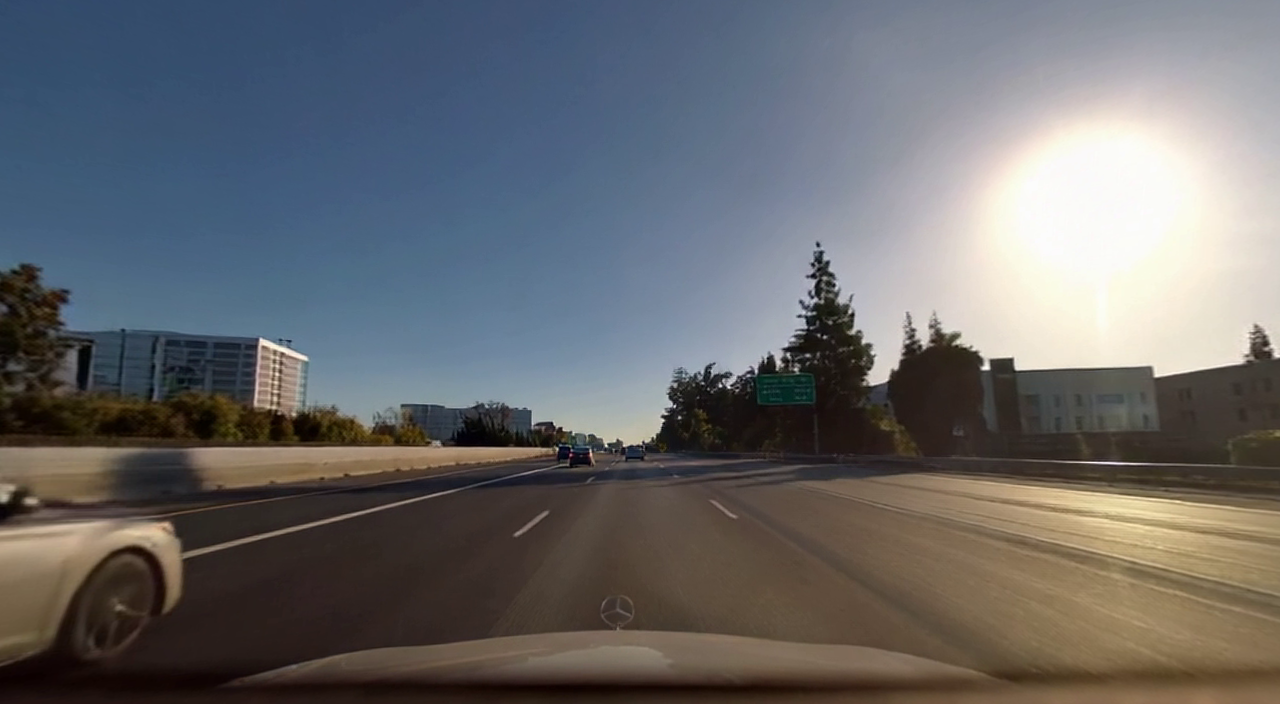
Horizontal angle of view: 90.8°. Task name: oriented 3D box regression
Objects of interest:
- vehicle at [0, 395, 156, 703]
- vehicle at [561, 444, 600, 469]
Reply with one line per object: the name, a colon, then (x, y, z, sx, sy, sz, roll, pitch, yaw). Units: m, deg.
vehicle: (-3.948, 0.731, 1.225, 2.187, 1.527, 4.849, 0, -8, 0)
vehicle: (-3.925, 7.000, 42.471, 2.140, 1.574, 4.946, 0, -8, 0)
